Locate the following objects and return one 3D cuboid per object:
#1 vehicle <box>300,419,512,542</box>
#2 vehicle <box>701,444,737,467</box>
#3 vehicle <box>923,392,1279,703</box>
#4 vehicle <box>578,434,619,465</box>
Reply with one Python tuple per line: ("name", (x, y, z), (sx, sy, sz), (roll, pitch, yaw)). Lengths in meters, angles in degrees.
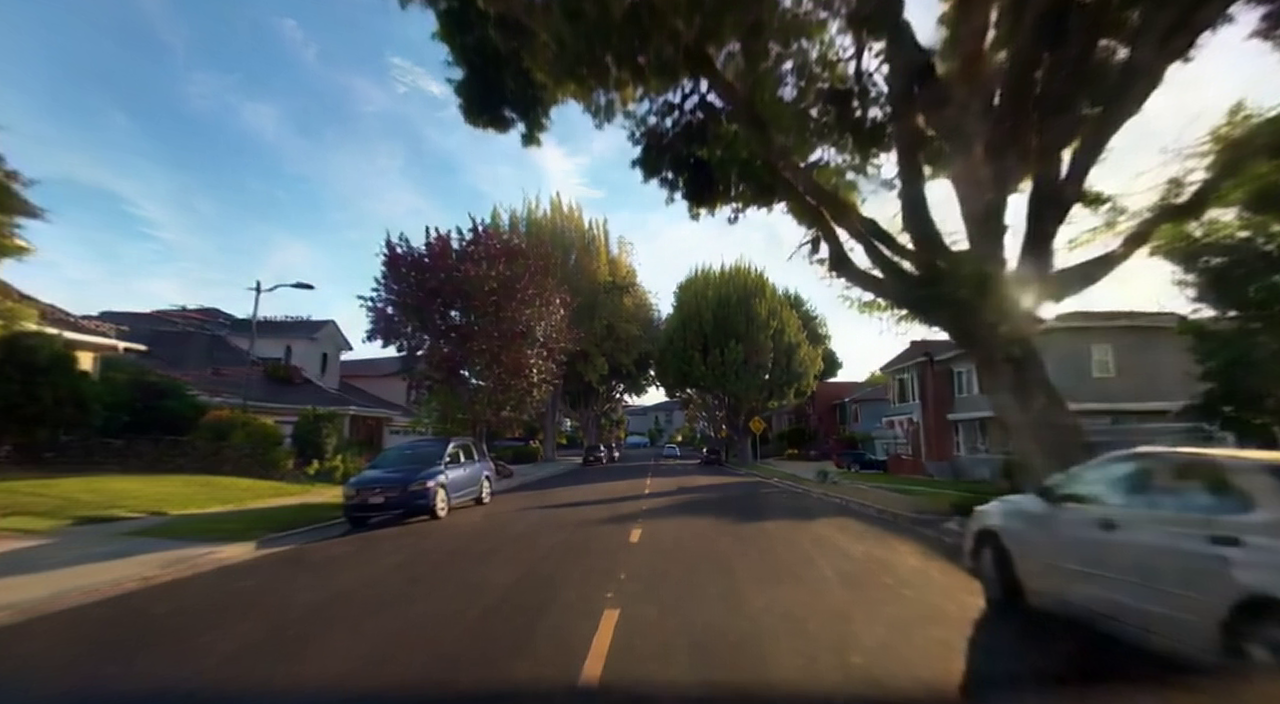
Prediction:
("vehicle", (-4.090, 2.282, 12.060), (2.093, 1.810, 4.555), (-2, -8, 3))
("vehicle", (5.554, 7.340, 45.123), (2.047, 1.532, 4.350), (0, -8, 0))
("vehicle", (4.015, 1.255, 4.407), (2.115, 1.673, 4.236), (0, -8, 1))
("vehicle", (-2.834, 6.850, 44.320), (2.155, 1.907, 5.100), (-4, -9, 3))
